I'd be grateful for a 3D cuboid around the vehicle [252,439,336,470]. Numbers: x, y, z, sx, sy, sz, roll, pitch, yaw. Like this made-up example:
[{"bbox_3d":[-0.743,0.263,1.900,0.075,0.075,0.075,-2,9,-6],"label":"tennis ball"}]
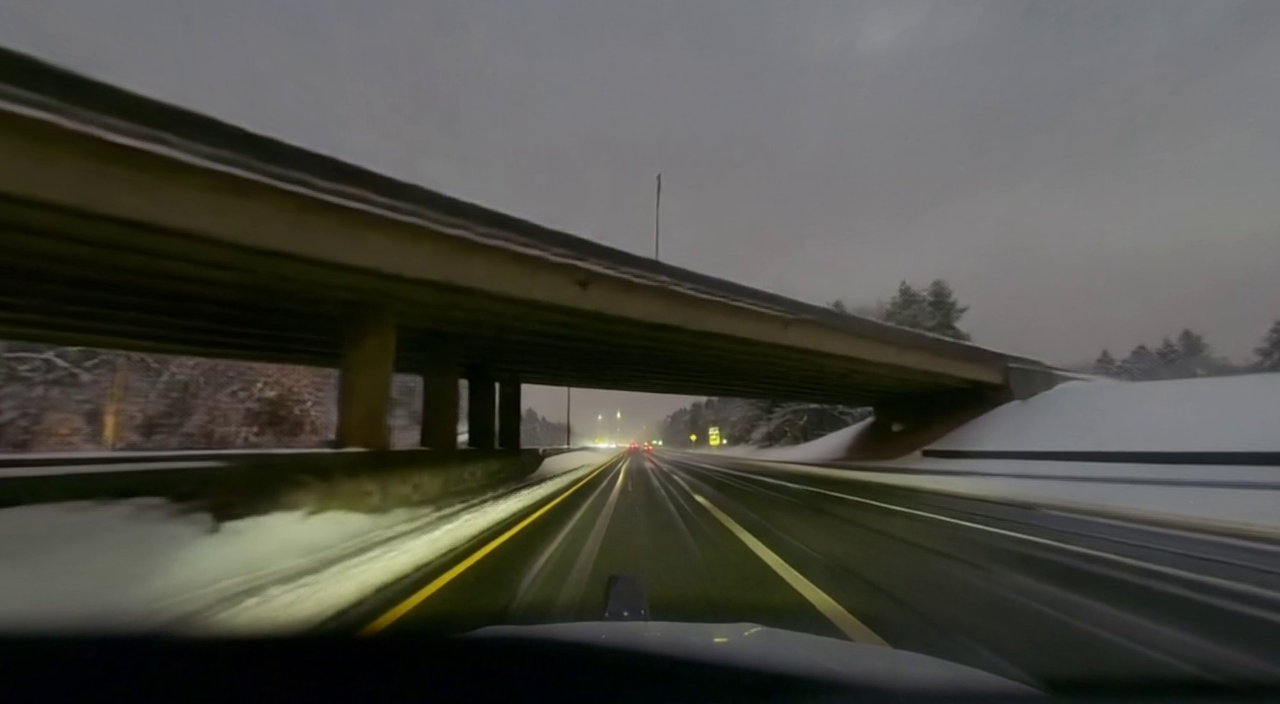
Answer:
[{"bbox_3d":[-19.491,5.790,35.788,2.040,1.650,4.791,0,-9,0],"label":"vehicle"}]
